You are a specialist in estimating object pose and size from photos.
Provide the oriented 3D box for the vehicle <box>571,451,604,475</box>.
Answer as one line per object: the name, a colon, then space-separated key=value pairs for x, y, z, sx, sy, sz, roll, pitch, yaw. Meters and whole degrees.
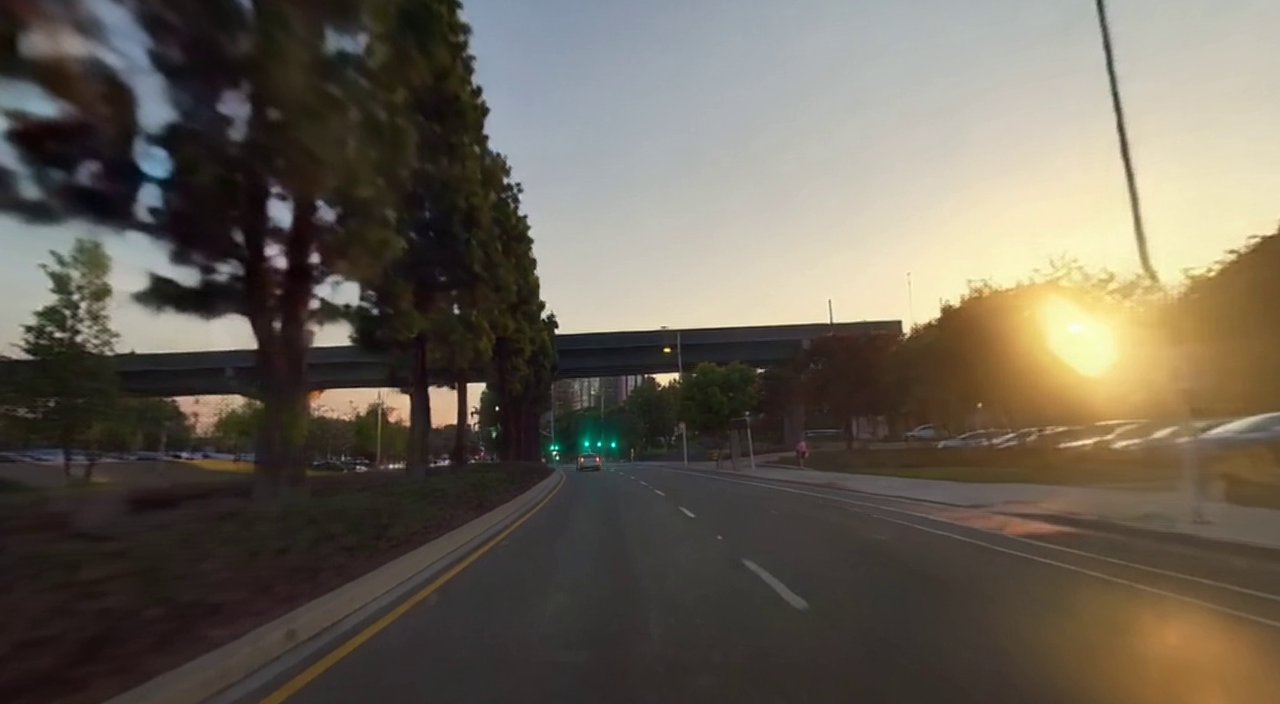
vehicle: x=-4.135 y=8.602 z=49.248 sx=2.184 sy=1.713 sz=4.231 roll=1 pitch=-9 yaw=-9
